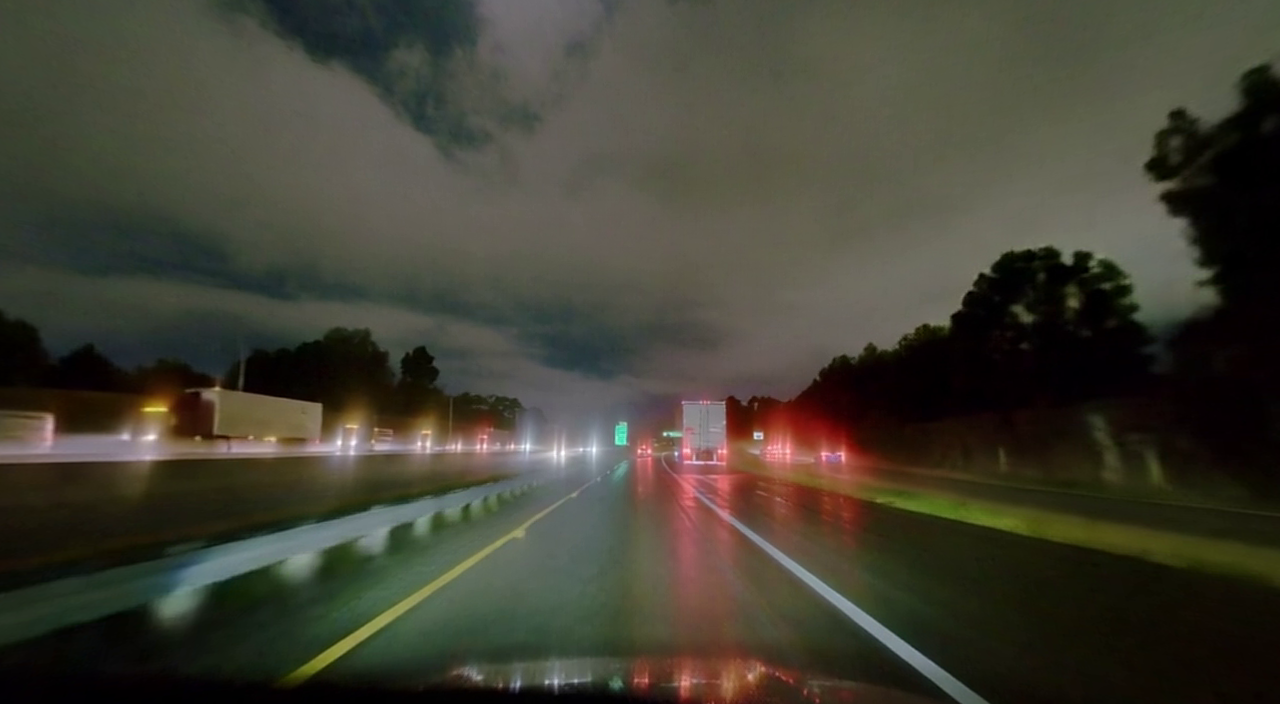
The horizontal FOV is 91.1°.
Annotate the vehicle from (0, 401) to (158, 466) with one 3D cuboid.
[{"bbox_3d":[-41.558,5.581,42.673,13.324,4.137,3.346,9,-12,-44],"label":"vehicle"}]

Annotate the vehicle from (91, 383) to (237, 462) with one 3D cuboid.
[{"bbox_3d":[-26.389,4.069,35.364,3.155,4.020,6.162,-1,-9,1],"label":"vehicle"}]

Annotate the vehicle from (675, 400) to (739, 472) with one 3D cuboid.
[{"bbox_3d":[4.234,5.841,42.965,3.185,4.154,12.638,0,-9,1],"label":"vehicle"}]
